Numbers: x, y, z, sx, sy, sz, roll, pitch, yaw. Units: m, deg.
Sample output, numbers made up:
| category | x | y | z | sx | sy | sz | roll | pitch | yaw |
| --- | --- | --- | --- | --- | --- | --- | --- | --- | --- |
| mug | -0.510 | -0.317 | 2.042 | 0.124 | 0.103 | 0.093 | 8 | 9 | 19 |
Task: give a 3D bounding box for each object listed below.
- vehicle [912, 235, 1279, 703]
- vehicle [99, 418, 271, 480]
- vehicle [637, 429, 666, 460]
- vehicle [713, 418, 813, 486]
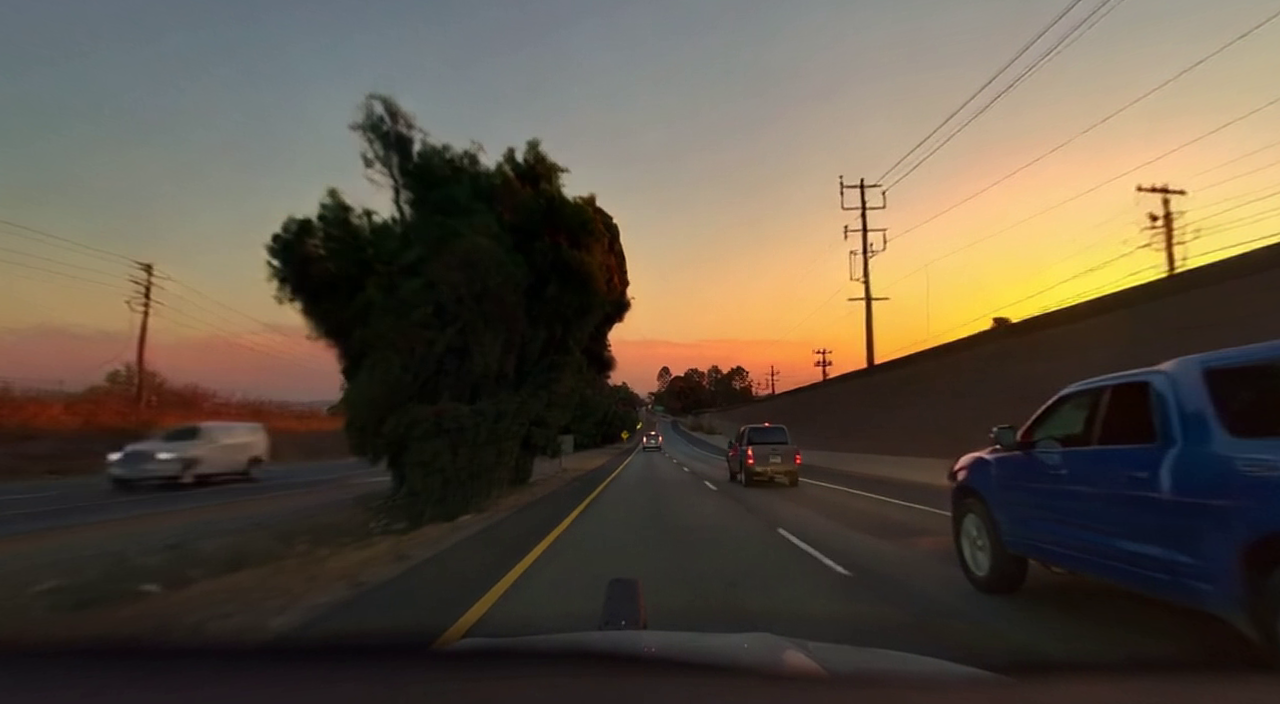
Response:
| category | x | y | z | sx | sy | sz | roll | pitch | yaw |
| --- | --- | --- | --- | --- | --- | --- | --- | --- | --- |
| vehicle | 3.511 | 0.694 | 3.040 | 2.145 | 2.069 | 5.057 | 0 | -8 | 1 |
| vehicle | -18.038 | 3.883 | 25.536 | 2.411 | 2.161 | 5.702 | -2 | -8 | 5 |
| vehicle | 0.884 | 7.176 | 48.772 | 2.099 | 2.260 | 4.899 | 0 | -8 | 1 |
| vehicle | 4.302 | 3.633 | 23.202 | 2.594 | 2.155 | 5.670 | 0 | -8 | 1 |
